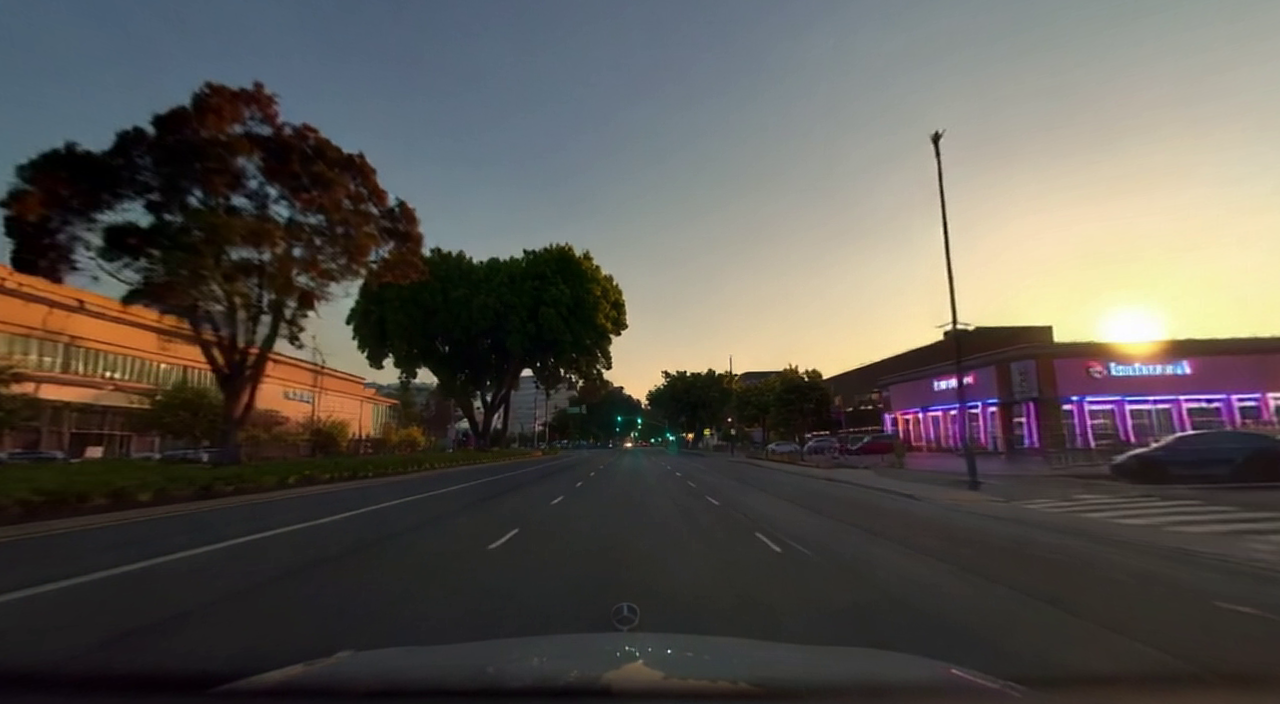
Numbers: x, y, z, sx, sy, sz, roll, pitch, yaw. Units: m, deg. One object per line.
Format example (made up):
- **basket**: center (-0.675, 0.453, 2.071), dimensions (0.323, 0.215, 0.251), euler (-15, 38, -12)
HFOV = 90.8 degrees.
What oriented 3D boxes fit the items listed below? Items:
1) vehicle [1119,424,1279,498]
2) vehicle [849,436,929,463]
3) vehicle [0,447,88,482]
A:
- **vehicle**: center (15.352, 2.814, 16.617), dimensions (1.881, 1.664, 4.658), euler (0, -9, 1)
- **vehicle**: center (16.877, 6.613, 42.943), dimensions (4.634, 1.745, 1.893), euler (0, -9, 0)
- **vehicle**: center (-31.134, 5.626, 31.829), dimensions (4.654, 1.681, 2.034), euler (0, -9, 0)
